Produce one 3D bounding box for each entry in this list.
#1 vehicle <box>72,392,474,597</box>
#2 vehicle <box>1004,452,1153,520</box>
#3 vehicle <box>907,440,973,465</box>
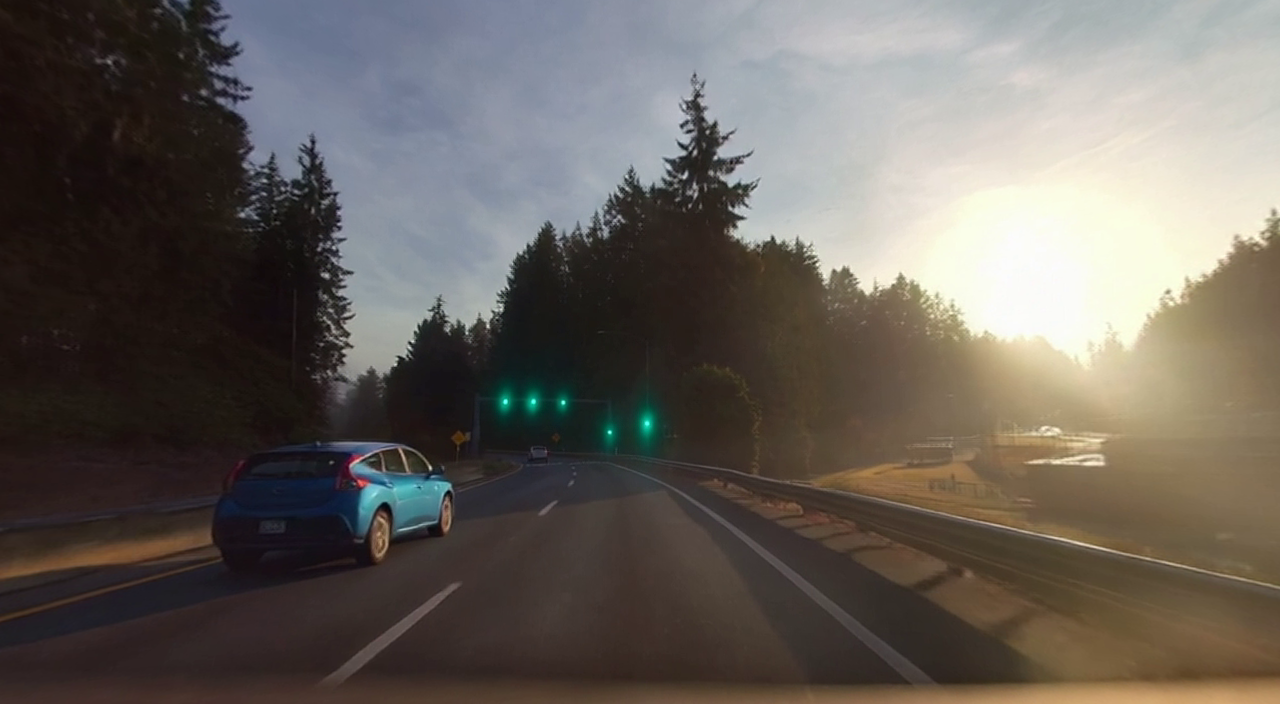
[{"bbox_3d":[-4.015,1.651,8.319,2.336,1.857,4.986,0,-8,-1],"label":"vehicle"},{"bbox_3d":[11.772,3.461,16.816,4.621,1.457,2.045,7,-11,-40],"label":"vehicle"},{"bbox_3d":[20.224,6.749,42.406,4.141,1.451,1.720,2,-9,-27],"label":"vehicle"}]
